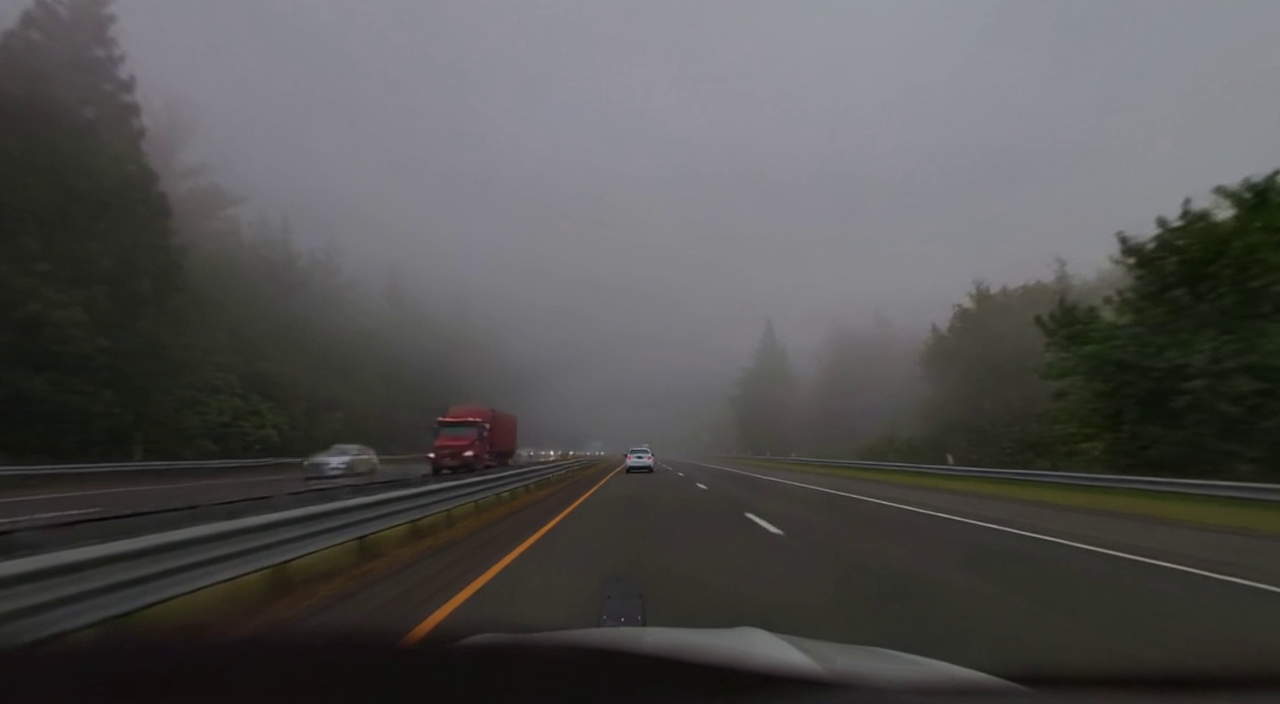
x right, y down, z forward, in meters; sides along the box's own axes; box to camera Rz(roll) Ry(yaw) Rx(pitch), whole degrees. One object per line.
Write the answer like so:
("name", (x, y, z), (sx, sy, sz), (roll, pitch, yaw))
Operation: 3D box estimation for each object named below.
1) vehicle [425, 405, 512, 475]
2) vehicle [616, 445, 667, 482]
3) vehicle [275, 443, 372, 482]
("vehicle", (-8.901, 4.722, 33.647), (2.612, 3.281, 7.073), (0, -9, 0))
("vehicle", (0.033, 4.984, 28.475), (2.114, 1.523, 4.012), (0, -9, -1))
("vehicle", (-13.252, 4.625, 26.718), (1.843, 1.501, 4.395), (0, -9, 0))
